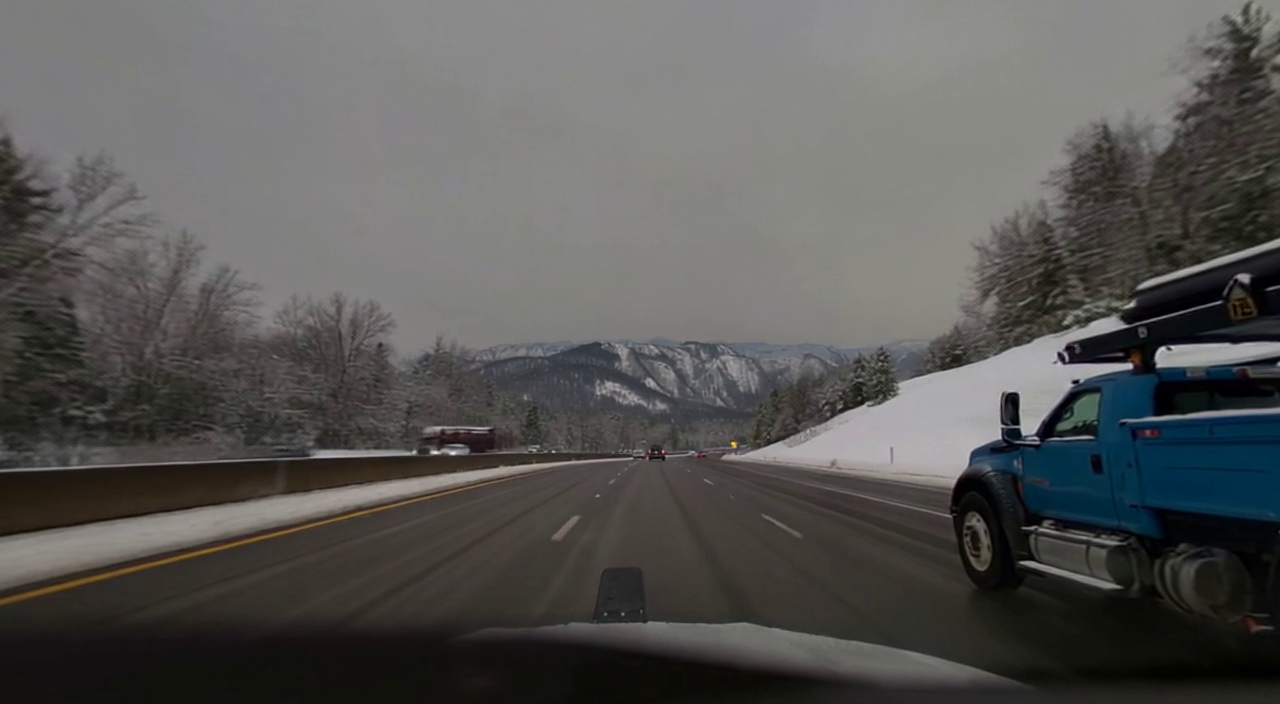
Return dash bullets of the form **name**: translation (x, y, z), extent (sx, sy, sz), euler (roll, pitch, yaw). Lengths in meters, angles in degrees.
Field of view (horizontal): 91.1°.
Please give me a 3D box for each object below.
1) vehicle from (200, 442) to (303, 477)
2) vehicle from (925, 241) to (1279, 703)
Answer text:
- **vehicle**: translation (-18.017, 4.988, 29.421), extent (1.858, 1.470, 4.539), euler (0, -8, 2)
- **vehicle**: translation (3.867, 0.643, 2.331), extent (2.538, 2.228, 6.370), euler (0, -8, -1)
